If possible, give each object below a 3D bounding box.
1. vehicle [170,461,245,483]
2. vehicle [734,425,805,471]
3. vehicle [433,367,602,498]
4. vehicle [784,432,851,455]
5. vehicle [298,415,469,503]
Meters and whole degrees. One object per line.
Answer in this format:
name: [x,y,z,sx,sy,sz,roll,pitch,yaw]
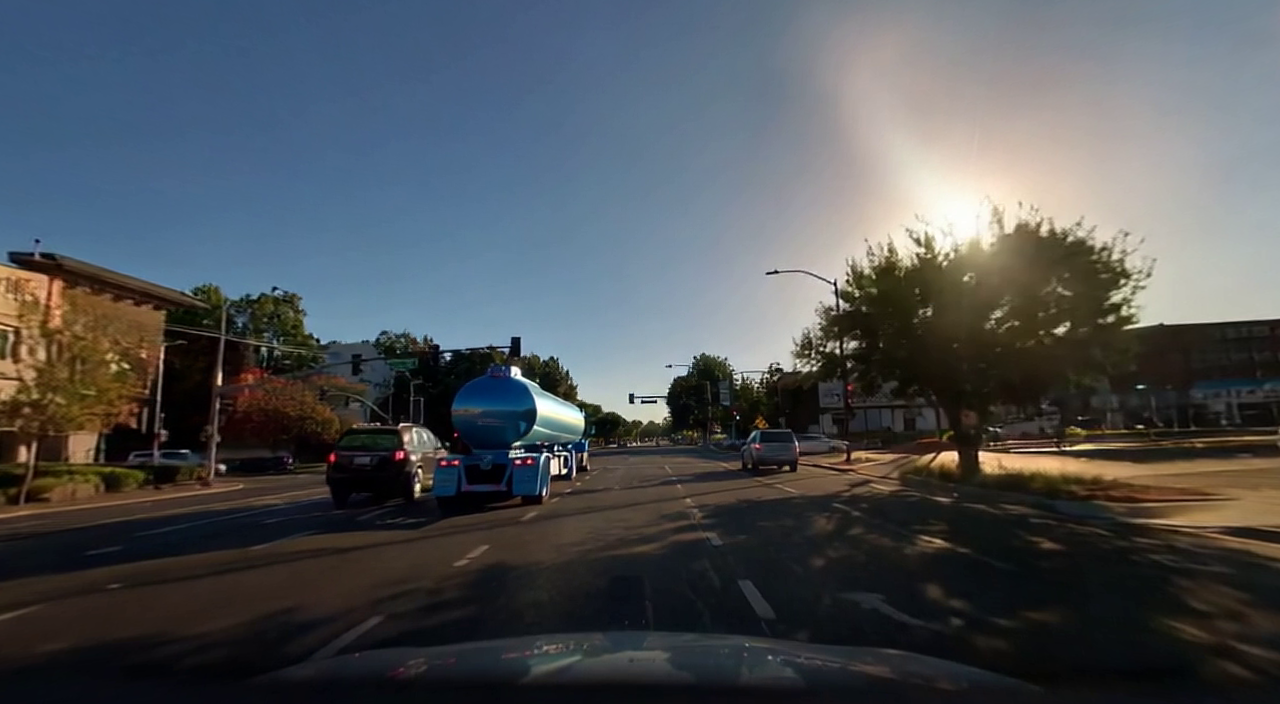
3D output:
vehicle: [-30.797,8.525,44.918,4.507,1.470,1.816,-2,-9,15]
vehicle: [5.828,4.408,29.036,2.093,1.926,4.749,0,-8,-2]
vehicle: [-3.232,2.880,21.922,2.841,3.004,14.901,0,-8,0]
vehicle: [12.803,6.683,45.799,4.450,1.580,1.808,-2,-8,9]
vehicle: [-6.662,2.868,17.322,2.375,1.989,5.497,0,-8,0]
